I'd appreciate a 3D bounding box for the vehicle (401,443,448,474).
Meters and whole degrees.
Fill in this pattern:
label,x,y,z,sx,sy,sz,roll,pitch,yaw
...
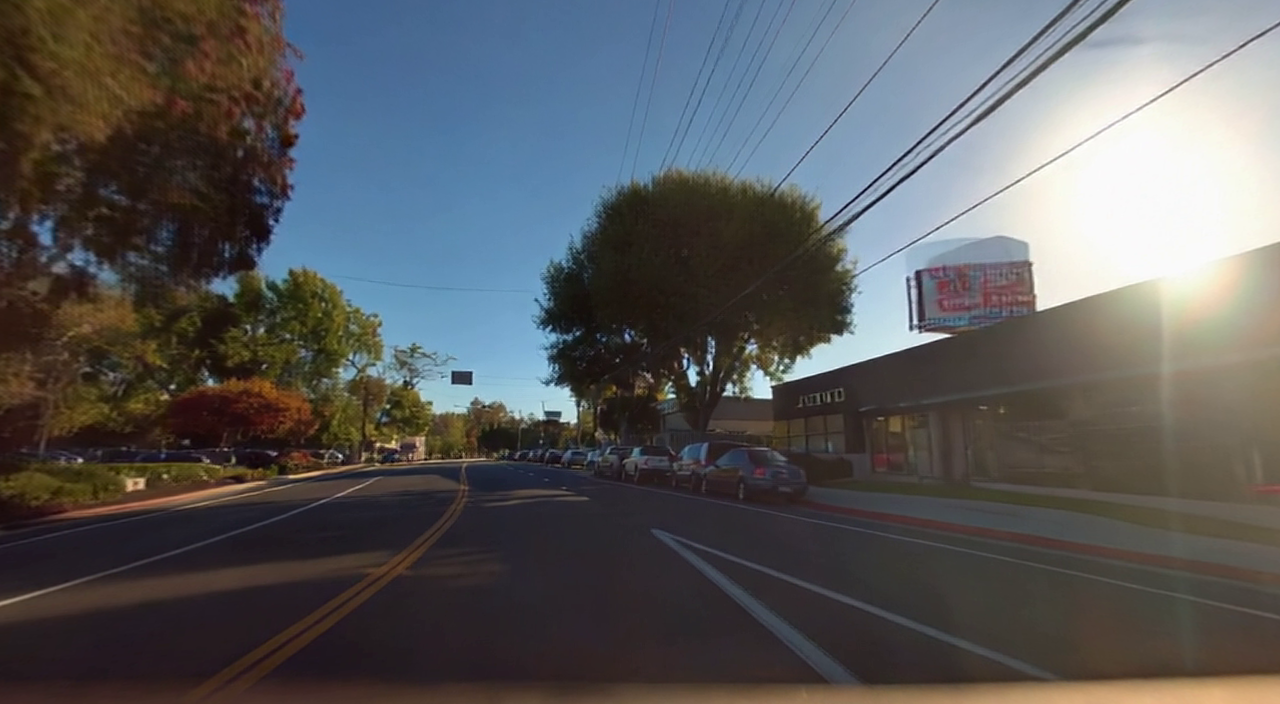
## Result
label,x,y,z,sx,sy,sz,roll,pitch,yaw
vehicle,-11.462,5.653,33.769,2.122,1.517,4.465,2,-9,-16

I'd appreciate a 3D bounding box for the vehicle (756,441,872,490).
label,x,y,z,sx,sy,sz,roll,pitch,yaw
vehicle,6.255,3.910,22.255,2.074,1.526,4.853,-7,-11,40

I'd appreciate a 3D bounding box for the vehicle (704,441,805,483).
label,x,y,z,sx,sy,sz,roll,pitch,yaw
vehicle,4.784,4.448,25.891,2.057,1.564,4.502,-7,-11,40
